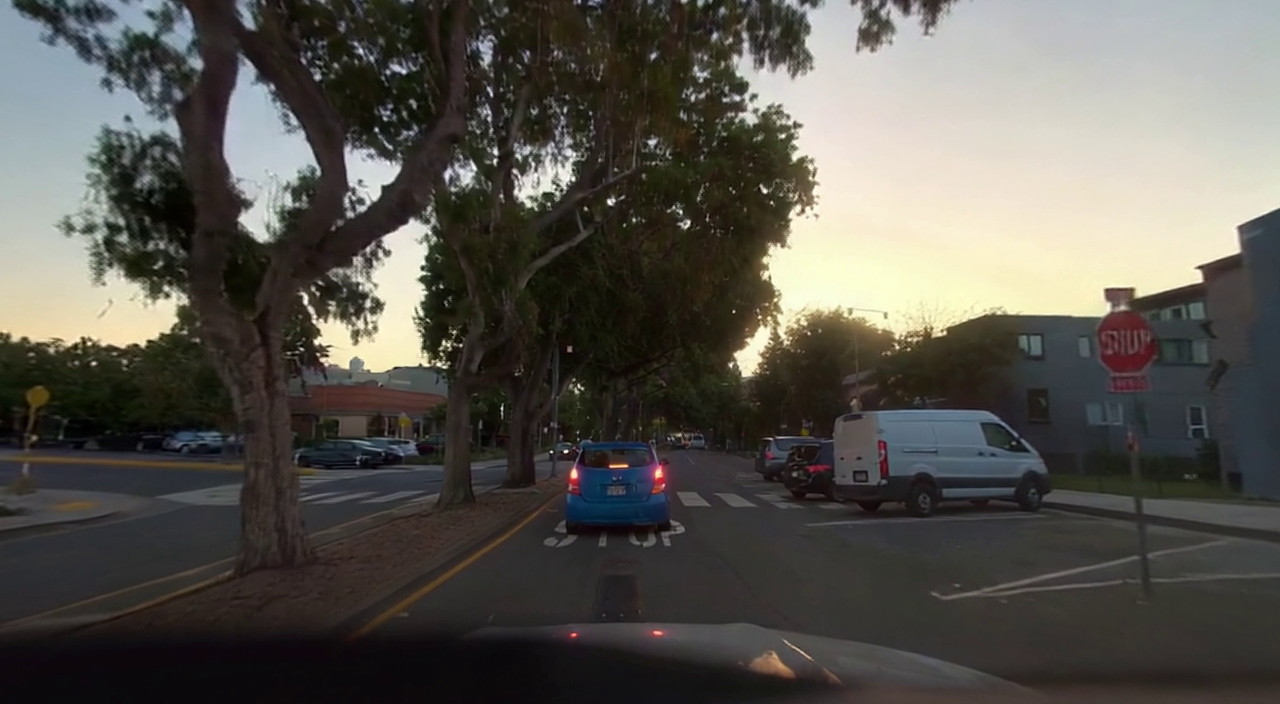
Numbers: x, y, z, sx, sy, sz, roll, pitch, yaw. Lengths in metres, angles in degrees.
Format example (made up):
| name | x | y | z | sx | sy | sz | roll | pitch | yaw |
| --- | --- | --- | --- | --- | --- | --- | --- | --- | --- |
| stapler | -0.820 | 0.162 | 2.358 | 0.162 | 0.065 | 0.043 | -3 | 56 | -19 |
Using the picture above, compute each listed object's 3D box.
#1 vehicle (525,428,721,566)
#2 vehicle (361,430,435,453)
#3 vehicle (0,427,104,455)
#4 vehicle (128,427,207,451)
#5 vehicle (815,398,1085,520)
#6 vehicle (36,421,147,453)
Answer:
| name | x | y | z | sx | sy | sz | roll | pitch | yaw |
| --- | --- | --- | --- | --- | --- | --- | --- | --- | --- |
| vehicle | -0.242 | 1.876 | 9.013 | 2.065 | 1.450 | 4.522 | 0 | -9 | -2 |
| vehicle | -18.537 | 6.869 | 48.522 | 4.892 | 1.679 | 1.927 | 1 | -9 | -7 |
| vehicle | -31.925 | 4.785 | 34.046 | 4.168 | 1.458 | 1.904 | 0 | -9 | -3 |
| vehicle | -31.962 | 5.892 | 42.803 | 3.915 | 1.574 | 1.850 | 0 | -9 | 3 |
| vehicle | 6.588 | 2.215 | 13.397 | 5.385 | 2.146 | 2.143 | 4 | -9 | -26 |
| vehicle | -31.962 | 4.998 | 36.909 | 4.438 | 1.814 | 2.044 | 0 | -9 | -2 |
